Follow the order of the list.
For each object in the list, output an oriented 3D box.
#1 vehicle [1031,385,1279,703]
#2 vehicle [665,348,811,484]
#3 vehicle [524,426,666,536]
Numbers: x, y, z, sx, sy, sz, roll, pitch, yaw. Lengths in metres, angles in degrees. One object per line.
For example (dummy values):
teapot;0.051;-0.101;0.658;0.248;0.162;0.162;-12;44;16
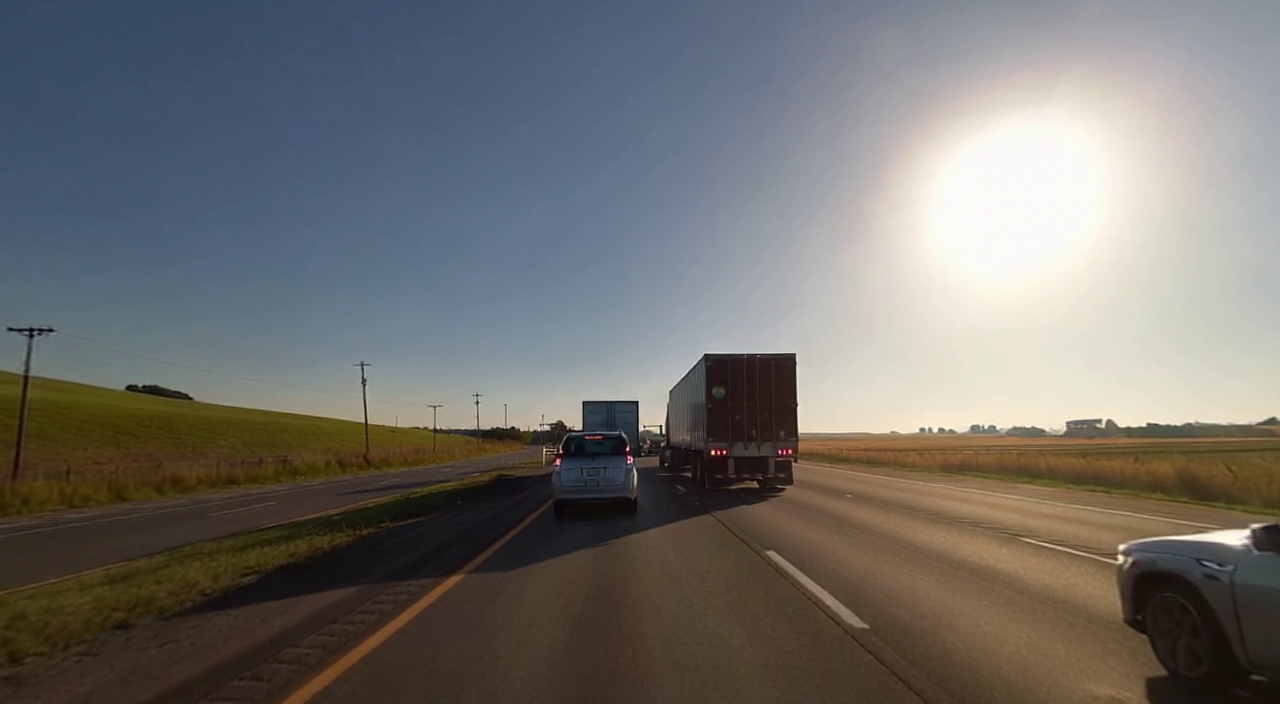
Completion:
vehicle;3.581;0.781;1.757;1.960;1.515;4.713;0;-8;0
vehicle;3.441;3.187;28.309;3.591;4.290;16.696;0;-8;-1
vehicle;-0.674;2.133;11.041;2.009;1.554;4.013;0;-8;-1
